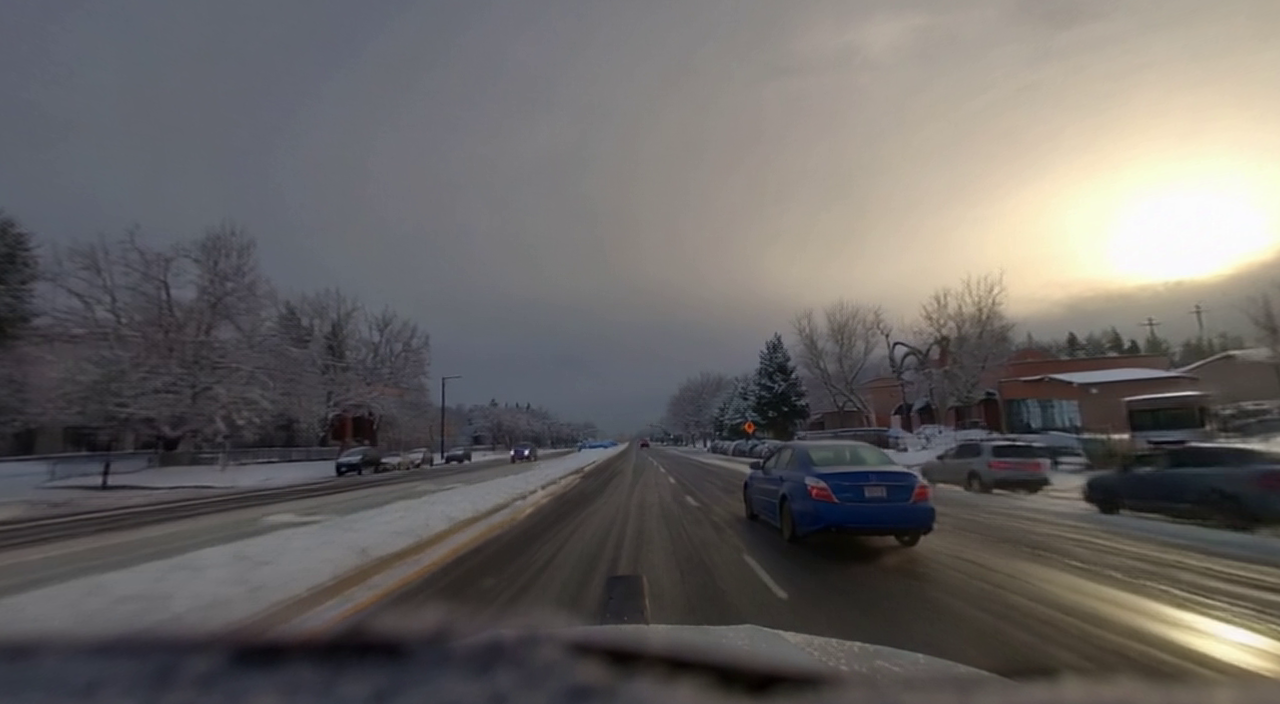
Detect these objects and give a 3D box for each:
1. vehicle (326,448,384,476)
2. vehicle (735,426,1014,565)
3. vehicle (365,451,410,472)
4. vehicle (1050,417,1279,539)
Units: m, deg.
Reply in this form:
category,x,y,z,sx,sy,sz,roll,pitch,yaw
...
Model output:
category,x,y,z,sx,sy,sz,roll,pitch,yaw
vehicle,-19.274,7.425,42.807,1.888,1.751,4.526,0,-8,-1
vehicle,2.811,1.837,8.929,2.141,1.443,4.499,0,-8,-1
vehicle,-19.262,8.362,48.248,1.736,1.502,4.259,0,-8,-1
vehicle,9.258,2.004,10.617,1.889,1.629,4.072,0,-8,0
